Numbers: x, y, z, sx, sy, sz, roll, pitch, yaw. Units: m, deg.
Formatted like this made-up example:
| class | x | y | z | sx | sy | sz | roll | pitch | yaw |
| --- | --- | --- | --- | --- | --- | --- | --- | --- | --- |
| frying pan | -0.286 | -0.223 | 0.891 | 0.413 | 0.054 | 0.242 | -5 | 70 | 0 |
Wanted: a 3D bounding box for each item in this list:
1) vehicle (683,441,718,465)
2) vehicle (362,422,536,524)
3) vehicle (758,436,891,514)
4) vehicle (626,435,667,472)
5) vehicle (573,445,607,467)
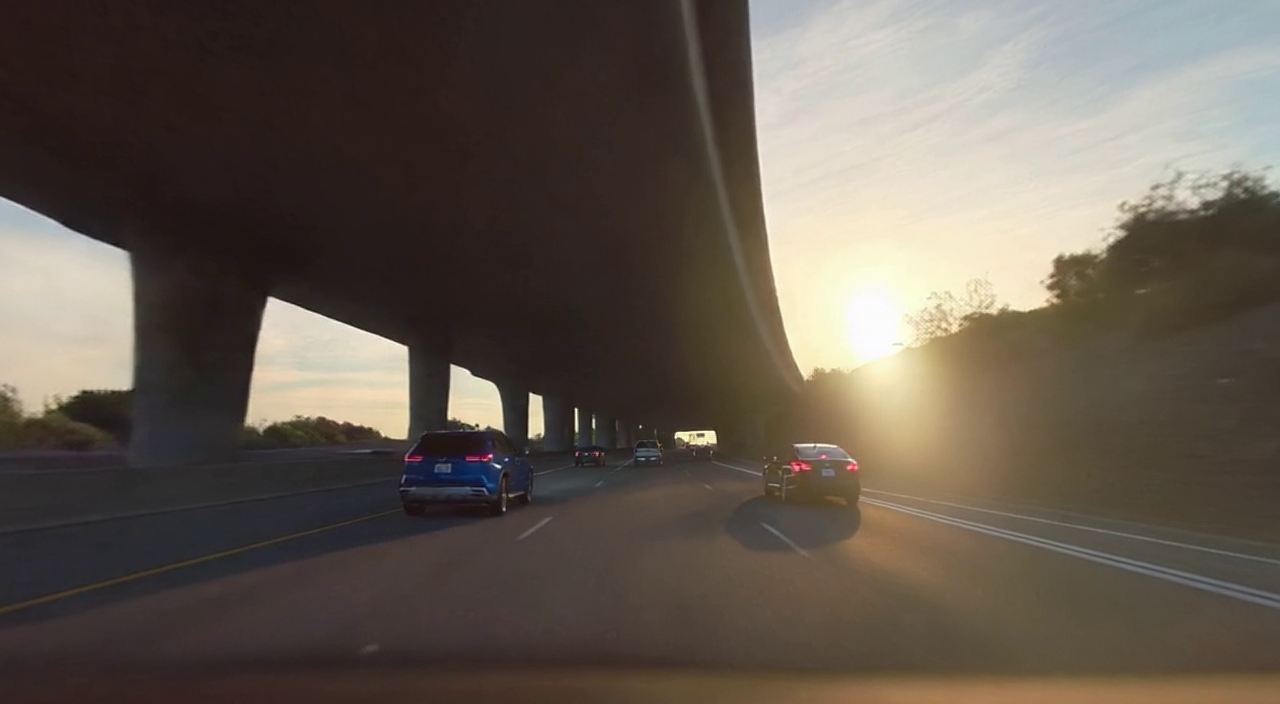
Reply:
| class | x | y | z | sx | sy | sz | roll | pitch | yaw |
| --- | --- | --- | --- | --- | --- | --- | --- | --- | --- |
| vehicle | 4.611 | 7.818 | 48.818 | 2.231 | 1.807 | 4.588 | 0 | -9 | 0 |
| vehicle | -3.685 | 2.438 | 13.196 | 2.089 | 1.751 | 4.515 | 0 | -9 | 2 |
| vehicle | 4.066 | 2.765 | 14.600 | 1.959 | 1.554 | 3.795 | 0 | -9 | 1 |
| vehicle | 0.365 | 5.744 | 35.745 | 2.155 | 1.909 | 4.529 | 0 | -9 | 0 |
| vehicle | -3.553 | 7.468 | 45.316 | 1.994 | 1.475 | 4.171 | 0 | -9 | 1 |
